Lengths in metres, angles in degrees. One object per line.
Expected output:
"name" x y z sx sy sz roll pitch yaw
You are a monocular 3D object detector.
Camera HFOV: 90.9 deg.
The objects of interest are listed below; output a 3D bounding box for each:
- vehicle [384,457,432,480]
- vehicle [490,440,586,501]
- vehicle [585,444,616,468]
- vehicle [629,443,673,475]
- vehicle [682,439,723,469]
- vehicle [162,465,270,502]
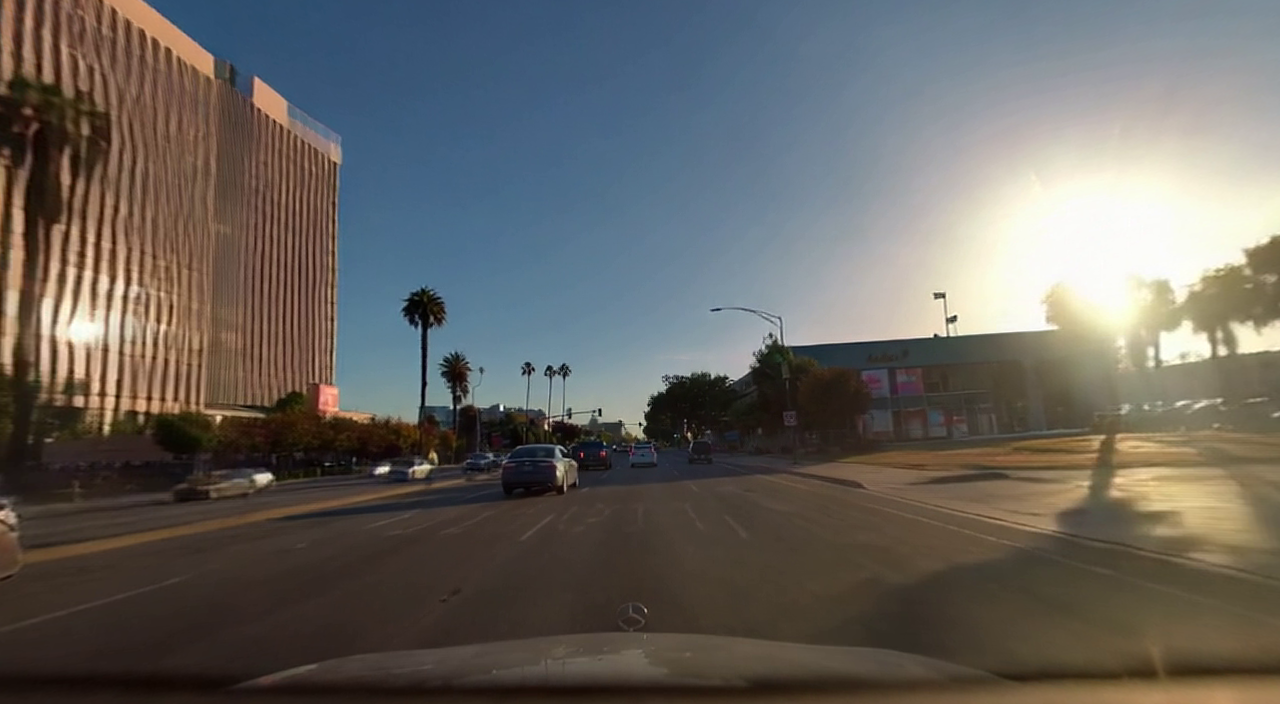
"vehicle" -17.154 8.623 46.895 1.870 1.511 4.358 -1 -8 1
"vehicle" -2.761 3.315 18.091 1.908 1.505 4.369 -1 -8 2
"vehicle" -2.933 7.827 47.764 2.168 1.719 4.283 0 -8 -1
"vehicle" 0.541 5.472 32.497 2.147 1.507 3.953 -1 -8 0
"vehicle" 3.939 6.489 40.468 2.108 1.785 4.334 0 -8 -1
"vehicle" -20.365 6.293 30.588 1.853 1.455 4.781 -1 -8 1
